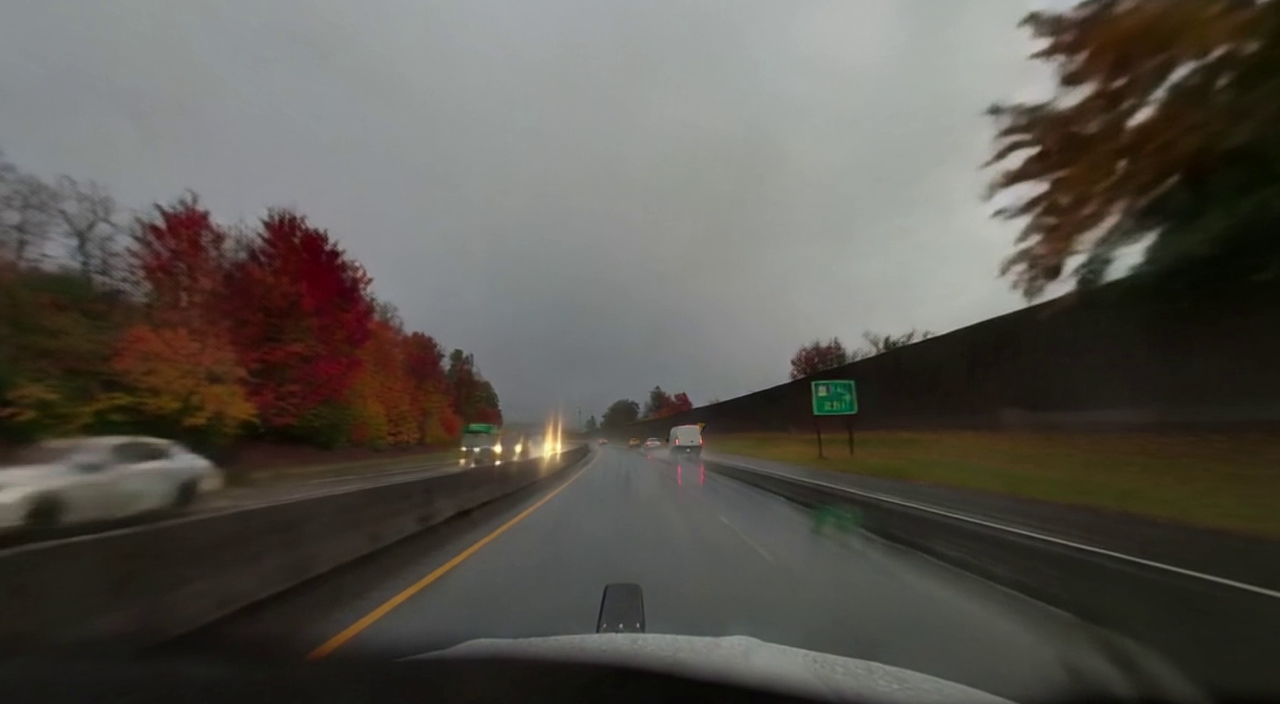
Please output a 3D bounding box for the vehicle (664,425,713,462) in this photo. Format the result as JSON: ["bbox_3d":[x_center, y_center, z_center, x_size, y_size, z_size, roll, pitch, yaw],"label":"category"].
[{"bbox_3d":[2.868,5.603,38.591,2.393,2.072,4.958,1,-8,-2],"label":"vehicle"}]

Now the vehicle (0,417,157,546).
[{"bbox_3d":[-8.419,1.568,7.797,1.784,1.501,3.916,1,-8,-1],"label":"vehicle"}]

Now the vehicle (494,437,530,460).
[{"bbox_3d":[-9.025,6.853,44.727,1.797,1.509,3.905,1,-8,-1],"label":"vehicle"}]
